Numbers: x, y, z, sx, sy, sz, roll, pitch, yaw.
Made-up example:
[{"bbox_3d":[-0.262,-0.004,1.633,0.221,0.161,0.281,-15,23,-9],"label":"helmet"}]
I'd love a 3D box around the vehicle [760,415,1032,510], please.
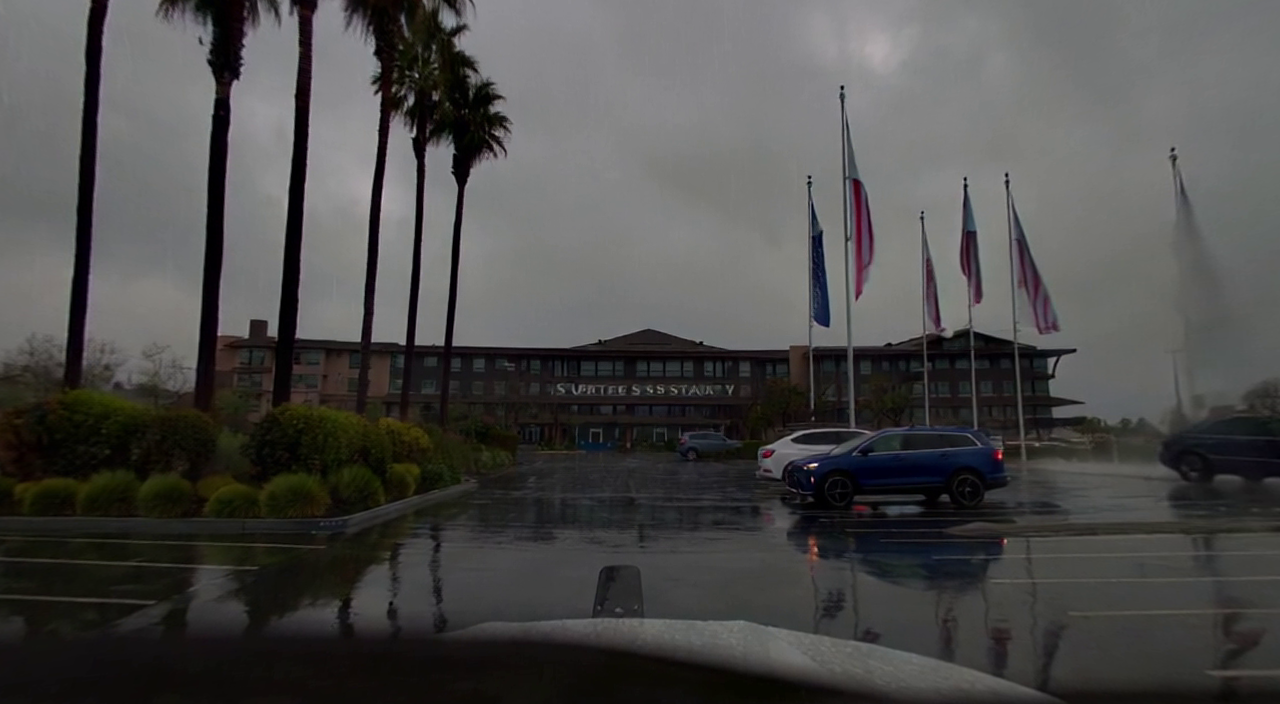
[{"bbox_3d":[4.880,2.177,12.569,4.567,1.723,1.926,0,-8,0],"label":"vehicle"}]

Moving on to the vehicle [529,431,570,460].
[{"bbox_3d":[-6.612,6.845,46.333,1.943,1.890,4.472,-3,-8,6],"label":"vehicle"}]

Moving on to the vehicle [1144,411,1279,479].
[{"bbox_3d":[19.439,2.918,19.697,2.357,1.921,5.999,0,-8,0],"label":"vehicle"}]
